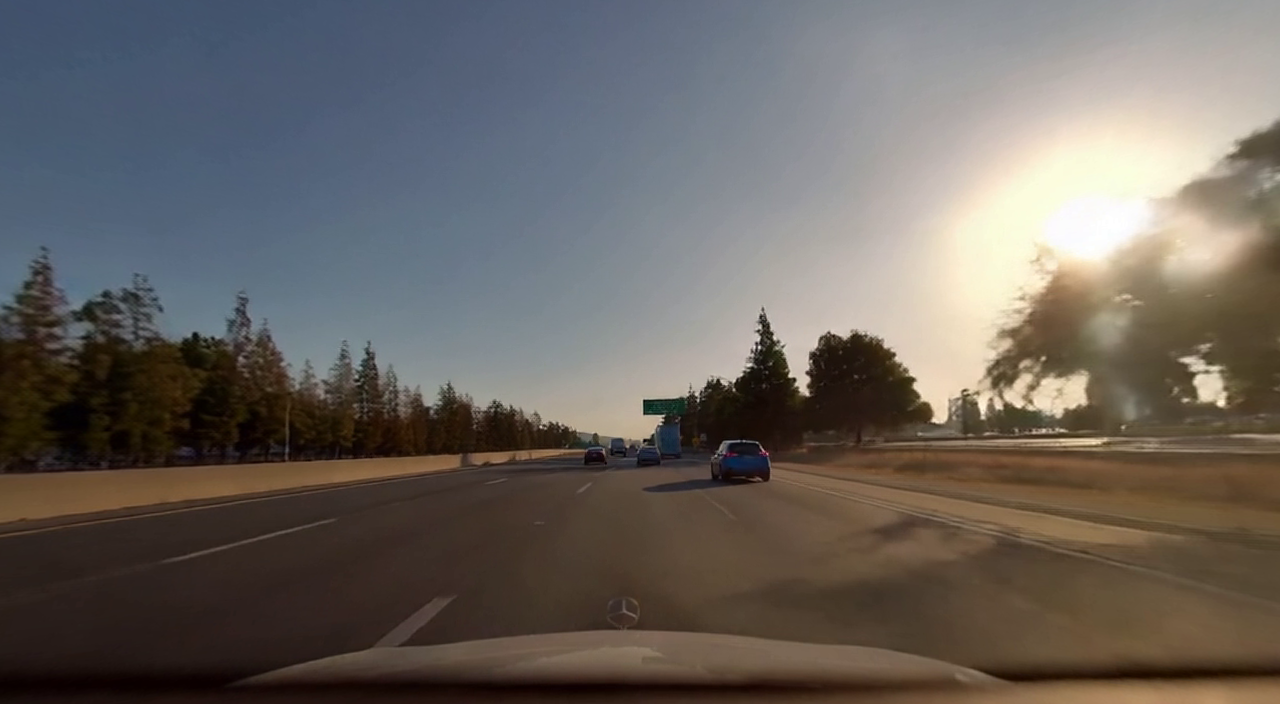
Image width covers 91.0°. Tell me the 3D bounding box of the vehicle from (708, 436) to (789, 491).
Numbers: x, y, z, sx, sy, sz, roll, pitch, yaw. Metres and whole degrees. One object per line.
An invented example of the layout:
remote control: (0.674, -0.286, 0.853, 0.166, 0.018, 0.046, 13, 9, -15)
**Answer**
vehicle: (3.713, 3.911, 22.437, 2.082, 1.720, 4.393, 1, -9, 0)

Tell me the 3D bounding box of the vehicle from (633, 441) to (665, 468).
vehicle: (0.607, 7.291, 44.932, 2.205, 1.785, 4.423, 1, -9, 0)
